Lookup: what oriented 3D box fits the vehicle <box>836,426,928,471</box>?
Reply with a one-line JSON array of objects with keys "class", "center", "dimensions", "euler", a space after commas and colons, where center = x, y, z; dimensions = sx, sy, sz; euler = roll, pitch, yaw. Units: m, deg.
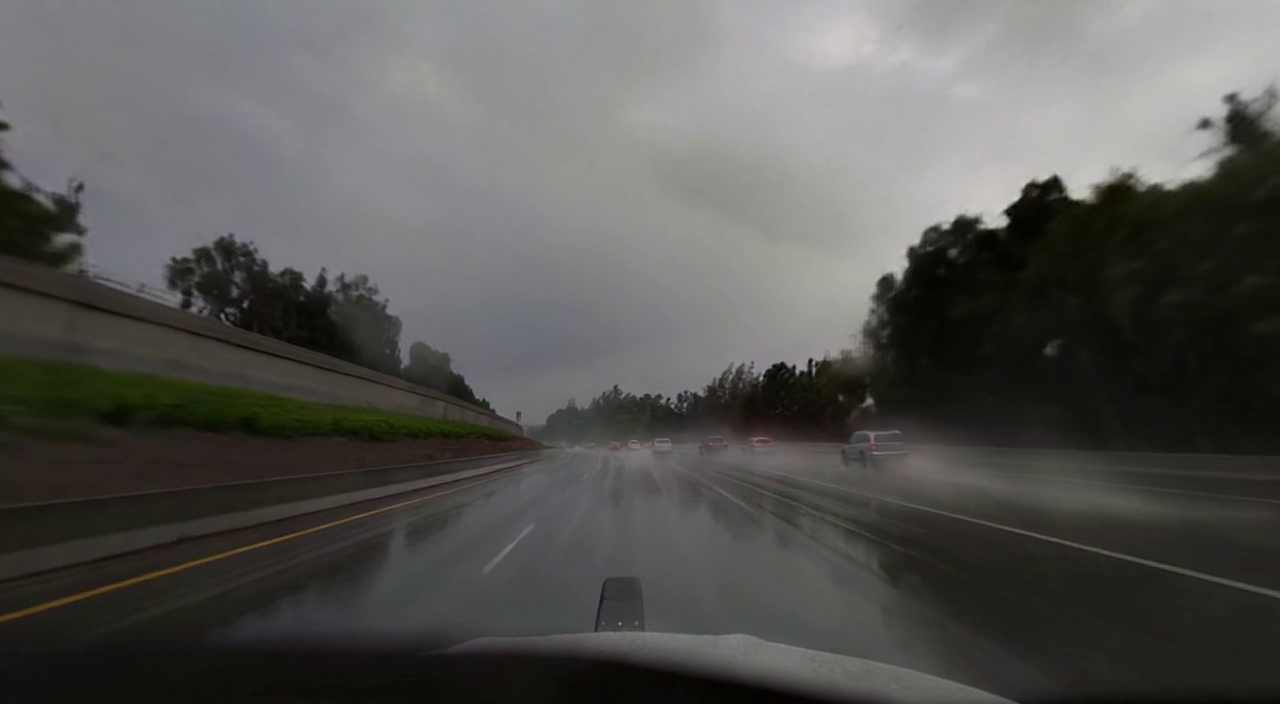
[{"class": "vehicle", "center": [10.421, 4.199, 27.528], "dimensions": [2.077, 1.763, 4.472], "euler": [0, -8, -2]}]
